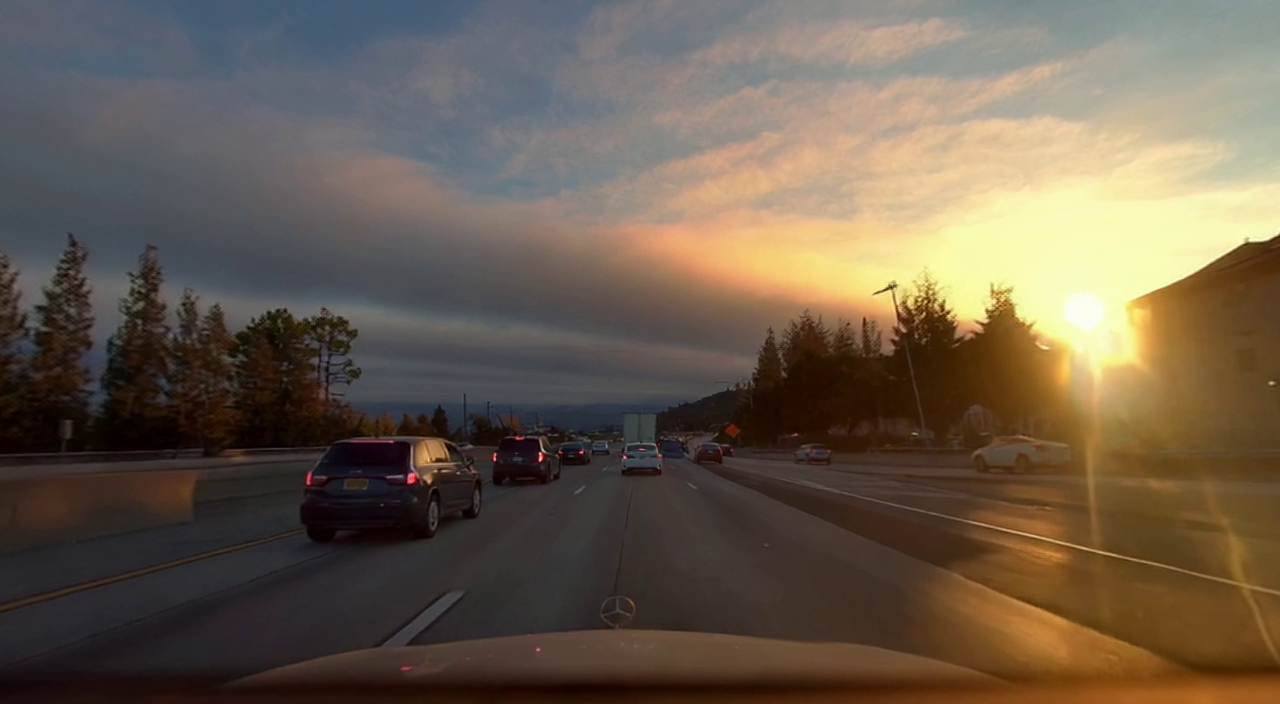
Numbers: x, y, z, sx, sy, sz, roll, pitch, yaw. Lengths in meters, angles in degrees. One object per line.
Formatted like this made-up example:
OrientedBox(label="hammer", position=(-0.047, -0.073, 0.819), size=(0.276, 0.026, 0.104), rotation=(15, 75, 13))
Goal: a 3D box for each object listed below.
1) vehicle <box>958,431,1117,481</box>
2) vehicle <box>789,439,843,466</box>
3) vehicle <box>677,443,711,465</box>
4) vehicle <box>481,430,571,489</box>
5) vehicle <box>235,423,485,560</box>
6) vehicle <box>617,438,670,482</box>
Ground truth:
OrientedBox(label="vehicle", position=(13.272, 3.533, 21.560), size=(1.905, 1.490, 4.826), rotation=(1, -9, -6))
OrientedBox(label="vehicle", position=(11.671, 6.702, 42.143), size=(2.048, 1.674, 4.106), rotation=(1, -9, -5))
OrientedBox(label="vehicle", position=(3.937, 7.522, 46.730), size=(2.027, 1.554, 4.252), rotation=(0, -9, -1))
OrientedBox(label="vehicle", position=(-4.084, 3.997, 23.799), size=(2.301, 1.944, 5.482), rotation=(0, -9, 1))
OrientedBox(label="vehicle", position=(-3.931, 2.022, 9.801), size=(1.988, 1.668, 4.021), rotation=(0, -9, 0))
OrientedBox(label="vehicle", position=(0.131, 4.518, 26.663), size=(2.063, 1.703, 4.203), rotation=(0, -9, 0))
